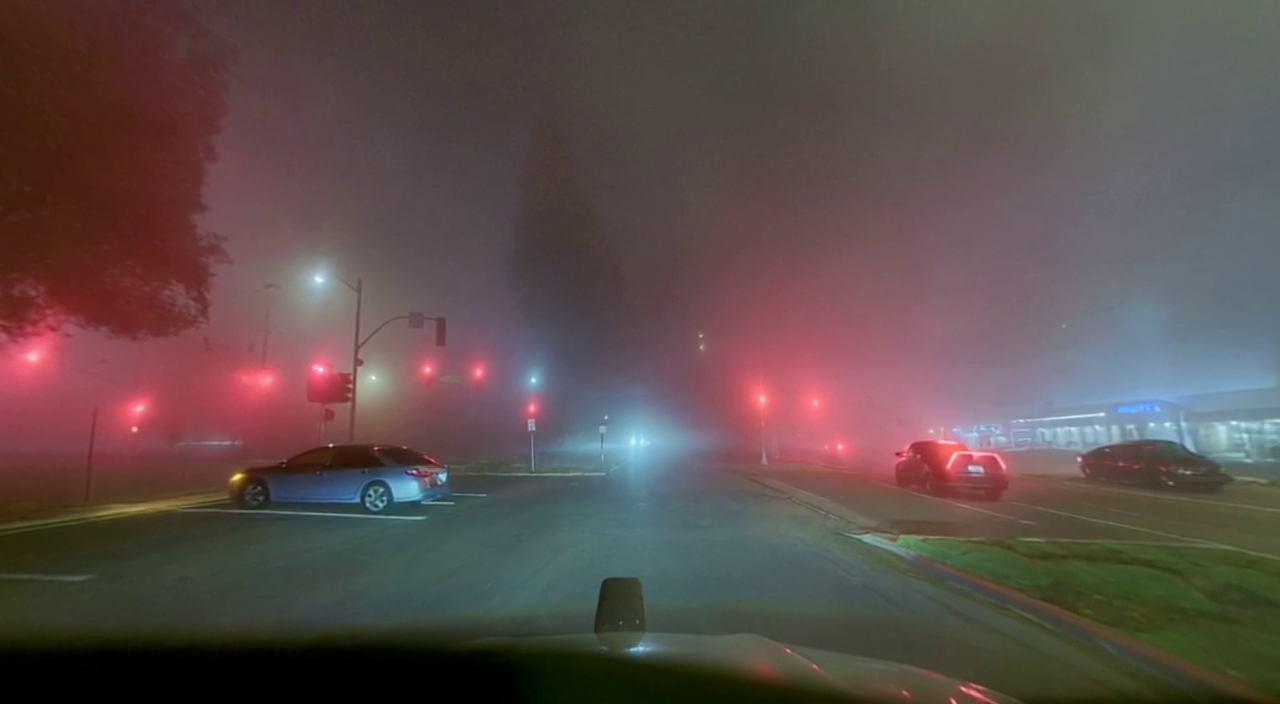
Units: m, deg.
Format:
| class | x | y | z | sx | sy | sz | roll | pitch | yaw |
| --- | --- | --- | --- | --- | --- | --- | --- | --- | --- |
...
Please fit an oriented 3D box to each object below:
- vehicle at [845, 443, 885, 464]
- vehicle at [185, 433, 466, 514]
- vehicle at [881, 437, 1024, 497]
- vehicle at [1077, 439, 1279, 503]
| class | x | y | z | sx | sy | sz | roll | pitch | yaw |
| --- | --- | --- | --- | --- | --- | --- | --- | --- | --- |
| vehicle | 16.324 | 7.371 | 45.994 | 1.824 | 1.453 | 4.148 | -2 | -9 | 7 |
| vehicle | -6.350 | 2.442 | 13.083 | 4.792 | 1.468 | 2.116 | -1 | -8 | 9 |
| vehicle | 8.928 | 3.296 | 18.604 | 2.061 | 1.519 | 4.794 | -1 | -8 | 5 |
| vehicle | 14.282 | 3.122 | 17.111 | 1.951 | 1.491 | 4.359 | 0 | -8 | 4 |
